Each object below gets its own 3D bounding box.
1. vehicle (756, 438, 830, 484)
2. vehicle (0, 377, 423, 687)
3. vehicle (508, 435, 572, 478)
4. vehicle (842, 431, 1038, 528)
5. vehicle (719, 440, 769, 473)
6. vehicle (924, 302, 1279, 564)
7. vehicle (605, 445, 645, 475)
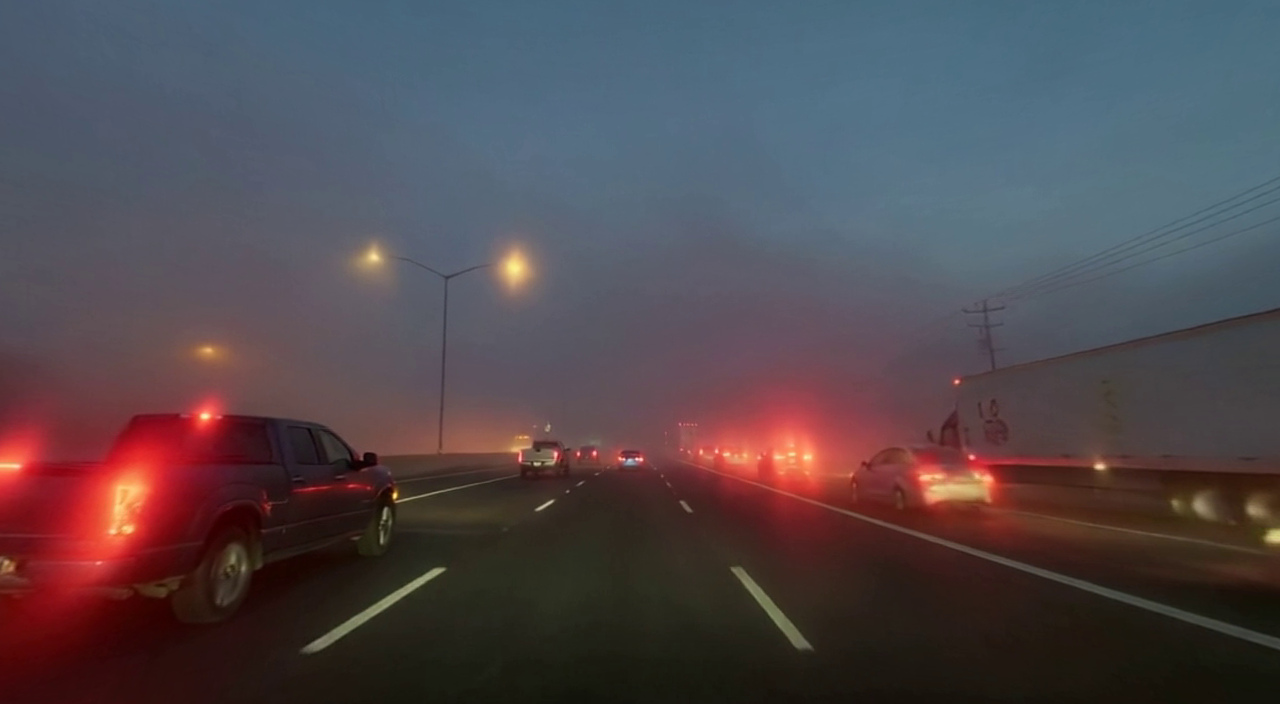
[{"bbox_3d":[6.127,4.409,25.777,1.977,1.705,4.078,1,-9,0],"label":"vehicle"},{"bbox_3d":[-3.848,1.317,5.755,2.127,1.705,4.374,0,-9,0],"label":"vehicle"},{"bbox_3d":[-4.578,4.886,29.551,2.147,1.825,4.602,0,-9,1],"label":"vehicle"},{"bbox_3d":[5.851,2.508,12.970,1.989,1.642,4.082,1,-9,0],"label":"vehicle"},{"bbox_3d":[6.070,6.179,37.360,2.086,1.783,4.868,1,-9,-1],"label":"vehicle"},{"bbox_3d":[10.129,1.706,12.484,3.442,3.405,11.948,0,-9,0],"label":"vehicle"},{"bbox_3d":[-0.795,5.882,34.504,2.060,1.508,4.308,1,-9,0],"label":"vehicle"}]
